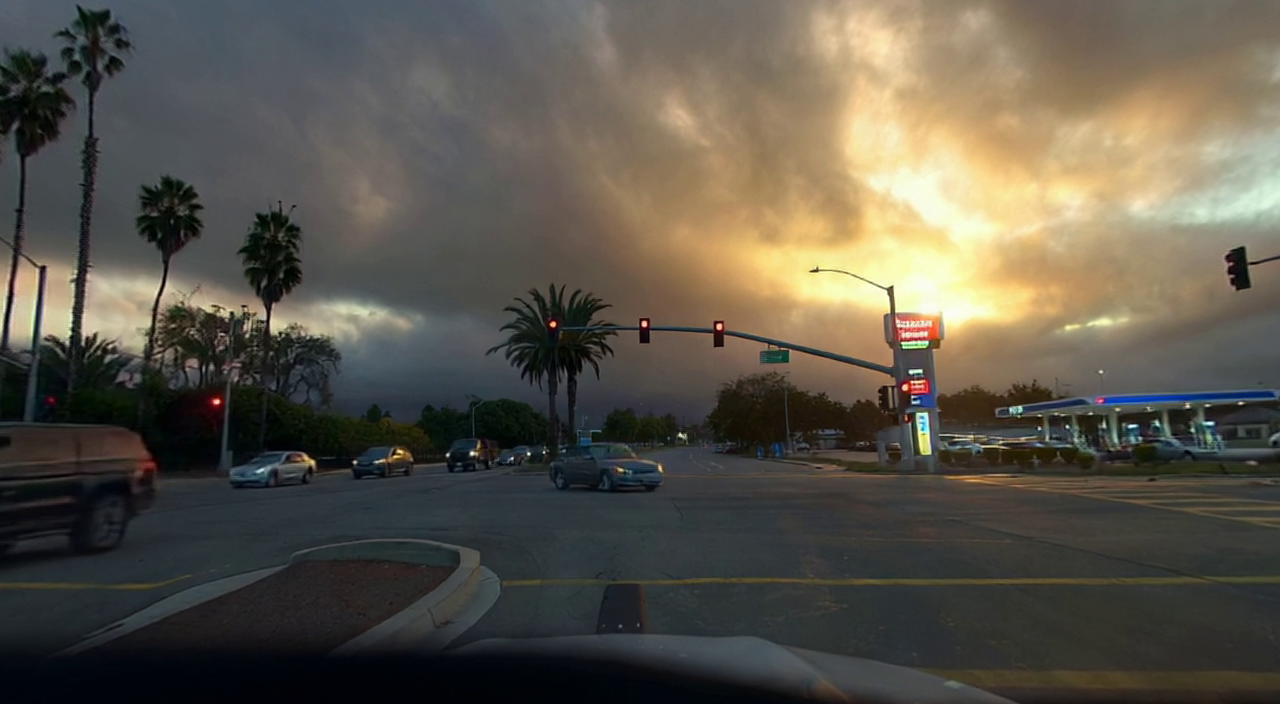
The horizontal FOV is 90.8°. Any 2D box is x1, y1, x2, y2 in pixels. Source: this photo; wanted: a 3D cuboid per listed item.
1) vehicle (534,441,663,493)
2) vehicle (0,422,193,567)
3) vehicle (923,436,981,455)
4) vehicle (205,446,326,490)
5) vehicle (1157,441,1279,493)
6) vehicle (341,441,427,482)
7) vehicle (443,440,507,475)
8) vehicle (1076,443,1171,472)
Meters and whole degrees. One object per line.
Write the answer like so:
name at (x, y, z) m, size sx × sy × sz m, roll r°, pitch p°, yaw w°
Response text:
vehicle at (-1.462, 3.619, 20.329) m, size 1.983 × 1.464 × 4.579 m, roll 6°, pitch -11°, yaw -36°
vehicle at (-8.493, 1.800, 8.280) m, size 2.156 × 1.662 × 4.186 m, roll 0°, pitch -9°, yaw 0°
vehicle at (22.516, 6.760, 45.669) m, size 3.356 × 1.395 × 1.559 m, roll 0°, pitch -9°, yaw -1°
vehicle at (-15.178, 4.691, 25.956) m, size 2.099 × 1.590 × 4.625 m, roll 0°, pitch -9°, yaw 0°
vehicle at (18.716, 3.399, 18.815) m, size 5.015 × 1.446 × 1.862 m, roll 0°, pitch -9°, yaw -3°
vehicle at (-11.875, 5.095, 29.717) m, size 1.973 × 1.712 × 4.872 m, roll 0°, pitch -9°, yaw 0°
vehicle at (-8.536, 5.508, 33.195) m, size 2.124 × 1.701 × 4.551 m, roll 0°, pitch -9°, yaw 0°
vehicle at (24.245, 5.295, 31.748) m, size 3.474 × 1.376 × 1.538 m, roll 0°, pitch -9°, yaw -2°
